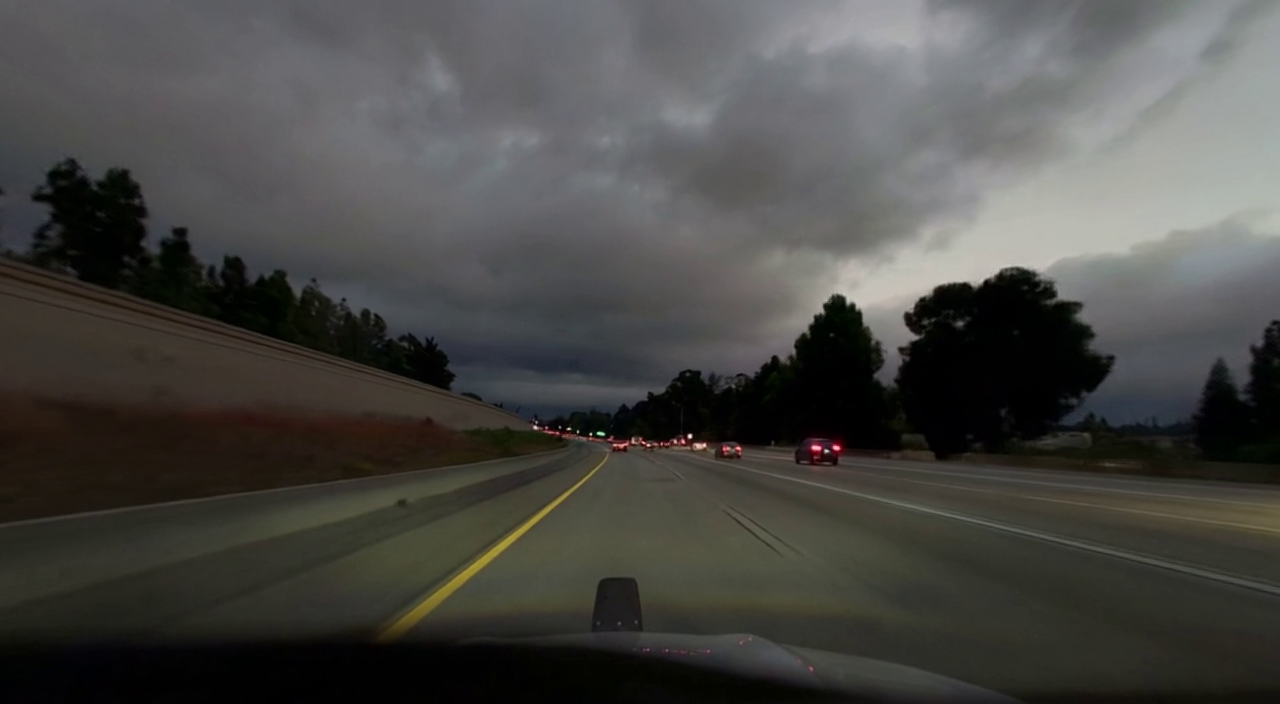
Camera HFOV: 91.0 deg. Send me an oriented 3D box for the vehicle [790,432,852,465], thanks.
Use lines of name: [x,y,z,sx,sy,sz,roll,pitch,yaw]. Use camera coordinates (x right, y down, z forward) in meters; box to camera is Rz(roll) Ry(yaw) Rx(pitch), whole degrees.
vehicle: [10.235,5.508,35.993,2.077,1.763,4.472,0,-8,-2]
